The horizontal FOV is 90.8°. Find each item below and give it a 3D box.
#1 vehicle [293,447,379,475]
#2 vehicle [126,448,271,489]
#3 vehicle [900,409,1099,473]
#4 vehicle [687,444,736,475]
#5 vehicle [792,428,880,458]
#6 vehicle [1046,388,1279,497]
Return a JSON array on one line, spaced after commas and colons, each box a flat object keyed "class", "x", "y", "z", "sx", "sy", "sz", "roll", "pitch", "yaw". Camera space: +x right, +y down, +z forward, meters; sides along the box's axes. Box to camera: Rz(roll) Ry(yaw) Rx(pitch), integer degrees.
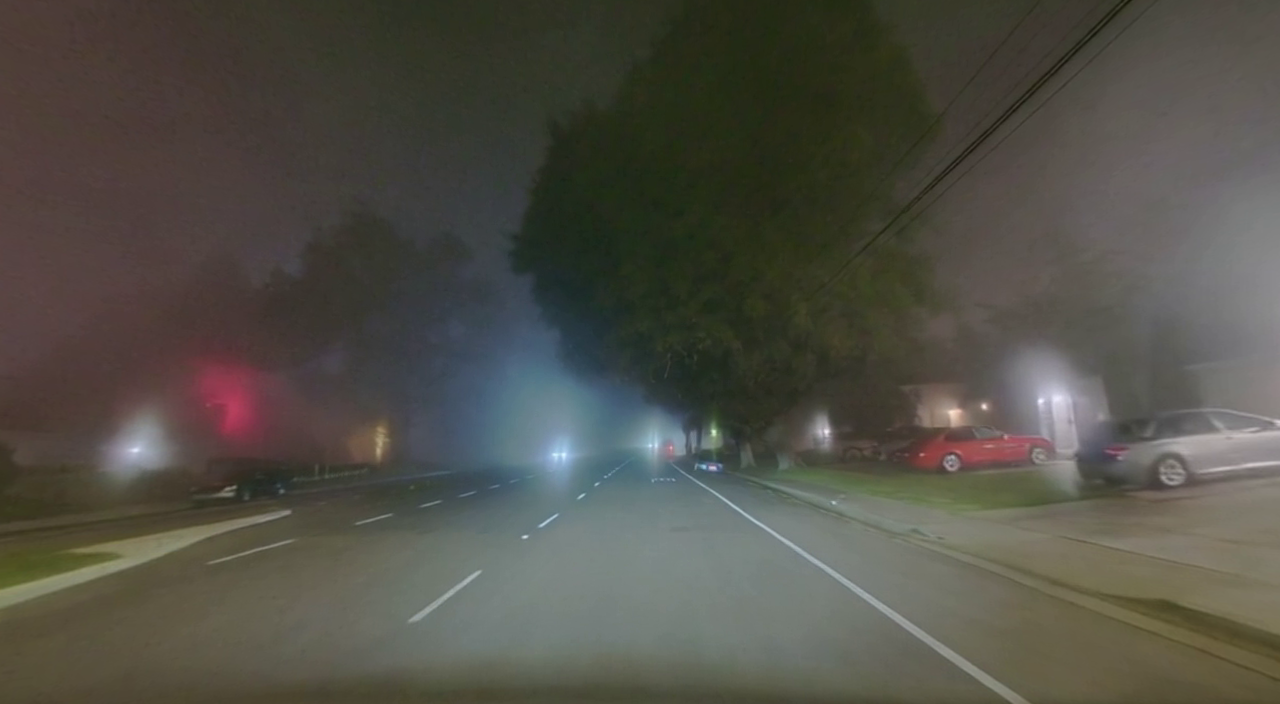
[{"class": "vehicle", "x": -20.625, "y": 7.383, "z": 42.989, "sx": 4.753, "sy": 1.796, "sz": 2.101, "roll": -1, "pitch": -8, "yaw": 5}, {"class": "vehicle", "x": -20.110, "y": 5.298, "z": 28.949, "sx": 5.044, "sy": 1.782, "sz": 2.152, "roll": 0, "pitch": -8, "yaw": 3}, {"class": "vehicle", "x": 11.810, "y": 2.965, "z": 21.039, "sx": 5.283, "sy": 1.570, "sz": 2.122, "roll": -5, "pitch": -8, "yaw": -3}, {"class": "vehicle", "x": 3.772, "y": 5.728, "z": 34.050, "sx": 2.104, "sy": 1.524, "sz": 4.524, "roll": 0, "pitch": -8, "yaw": 0}, {"class": "vehicle", "x": 14.112, "y": 6.564, "z": 45.583, "sx": 5.541, "sy": 2.060, "sz": 2.416, "roll": -5, "pitch": -10, "yaw": 31}, {"class": "vehicle", "x": 11.796, "y": 1.824, "z": 13.170, "sx": 5.034, "sy": 1.826, "sz": 2.012, "roll": -5, "pitch": -9, "yaw": 4}]
